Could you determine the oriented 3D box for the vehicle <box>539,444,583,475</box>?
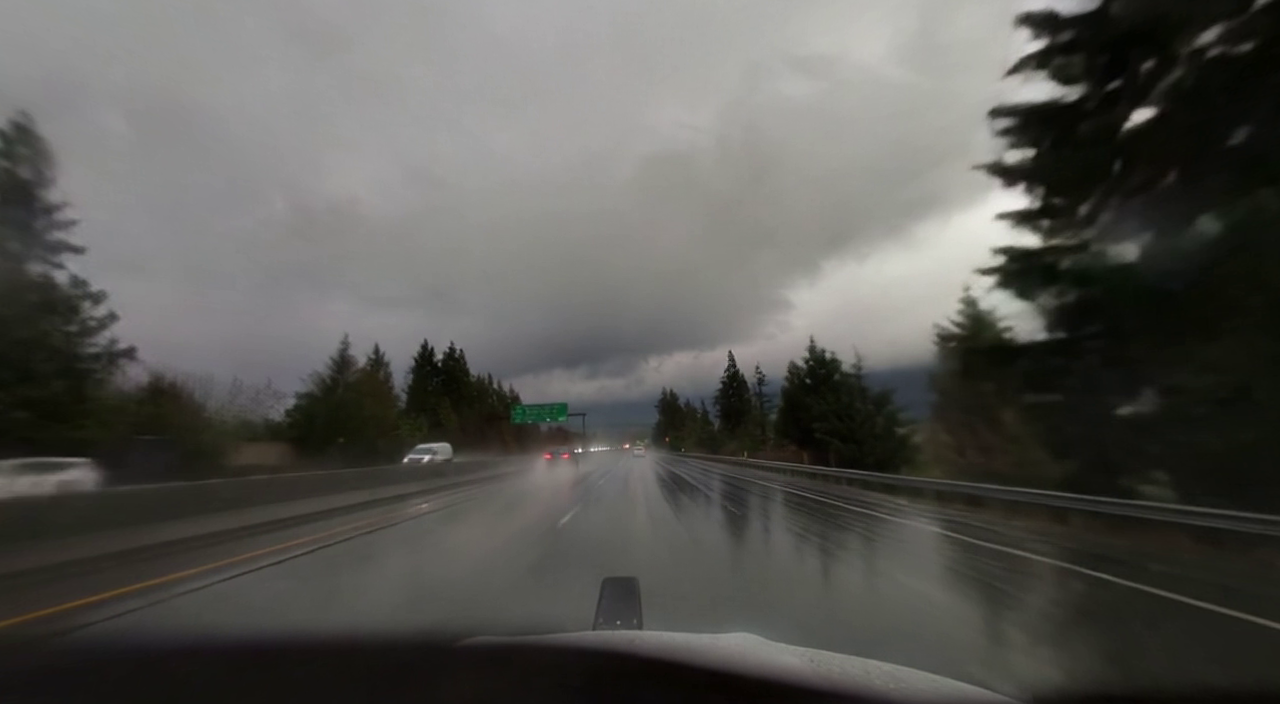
[{"bbox_3d":[-4.350,5.969,35.146,1.958,1.587,4.801,0,-9,-1],"label":"vehicle"}]
